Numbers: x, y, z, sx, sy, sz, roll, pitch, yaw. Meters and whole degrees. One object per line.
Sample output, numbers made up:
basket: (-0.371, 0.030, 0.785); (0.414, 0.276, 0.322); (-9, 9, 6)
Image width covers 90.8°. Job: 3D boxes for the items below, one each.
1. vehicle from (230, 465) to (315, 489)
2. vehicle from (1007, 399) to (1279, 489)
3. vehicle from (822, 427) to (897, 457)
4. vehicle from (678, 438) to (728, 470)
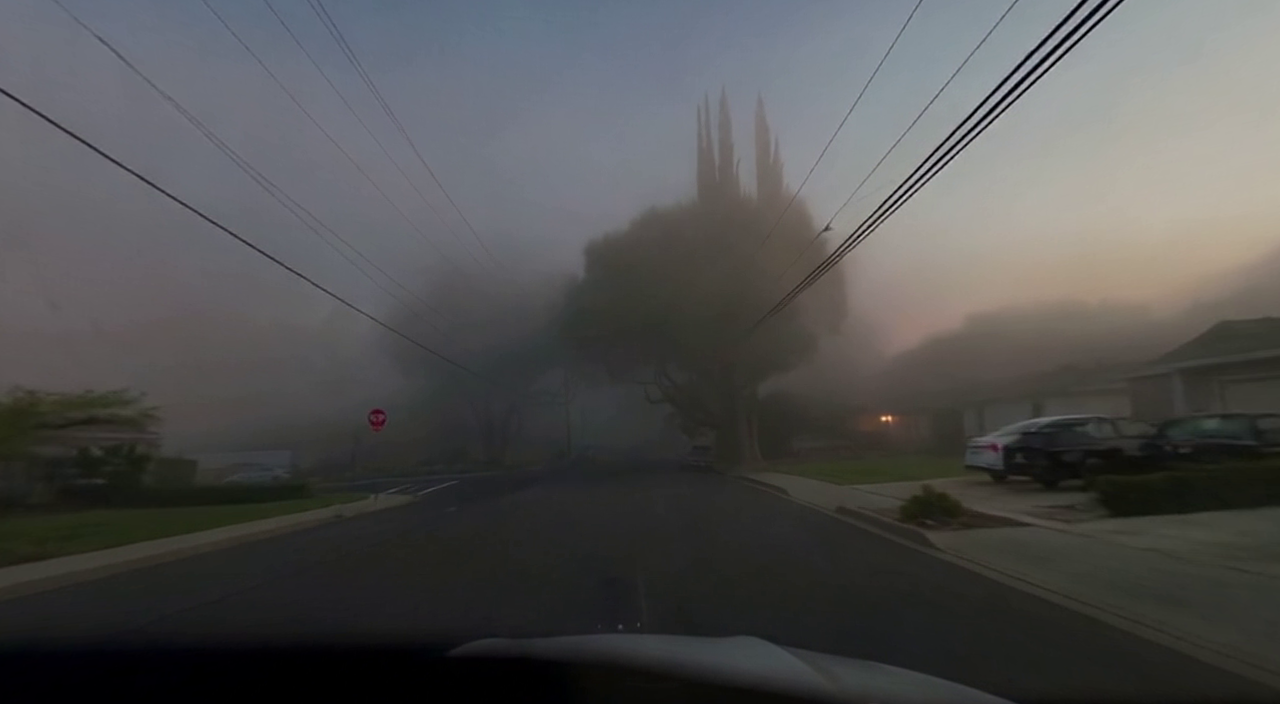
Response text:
vehicle: (-24.133, 8.220, 41.552); (4.479, 1.475, 1.842); (-1, -8, 2)
vehicle: (10.991, 2.036, 13.967); (4.382, 1.794, 2.100); (-1, -8, 3)
vehicle: (15.044, 6.162, 43.421); (4.283, 1.660, 2.035); (-4, -6, -1)
vehicle: (3.526, 5.804, 36.202); (2.134, 1.720, 4.515); (0, -8, -3)
